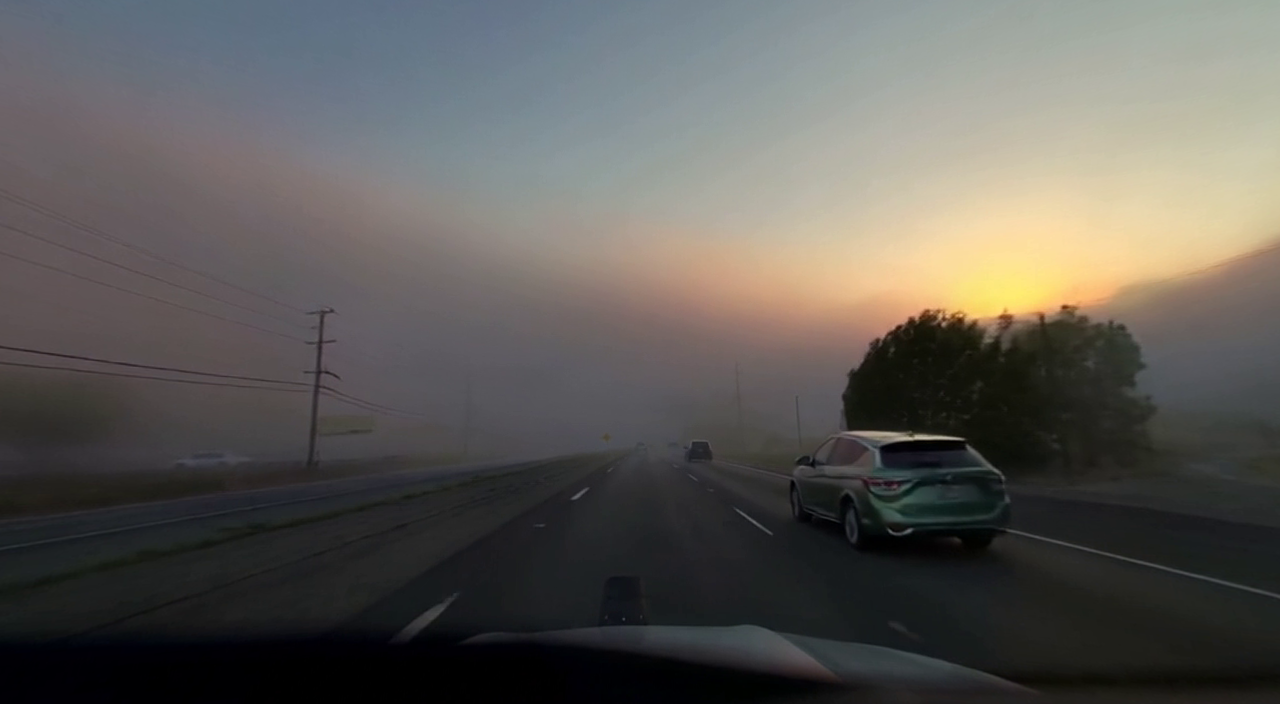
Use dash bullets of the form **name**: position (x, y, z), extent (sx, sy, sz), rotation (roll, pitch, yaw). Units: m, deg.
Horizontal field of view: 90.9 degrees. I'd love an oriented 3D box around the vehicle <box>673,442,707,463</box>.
- **vehicle**: position (3.712, 7.561, 47.644), extent (2.148, 1.538, 4.430), rotation (0, -8, 0)
